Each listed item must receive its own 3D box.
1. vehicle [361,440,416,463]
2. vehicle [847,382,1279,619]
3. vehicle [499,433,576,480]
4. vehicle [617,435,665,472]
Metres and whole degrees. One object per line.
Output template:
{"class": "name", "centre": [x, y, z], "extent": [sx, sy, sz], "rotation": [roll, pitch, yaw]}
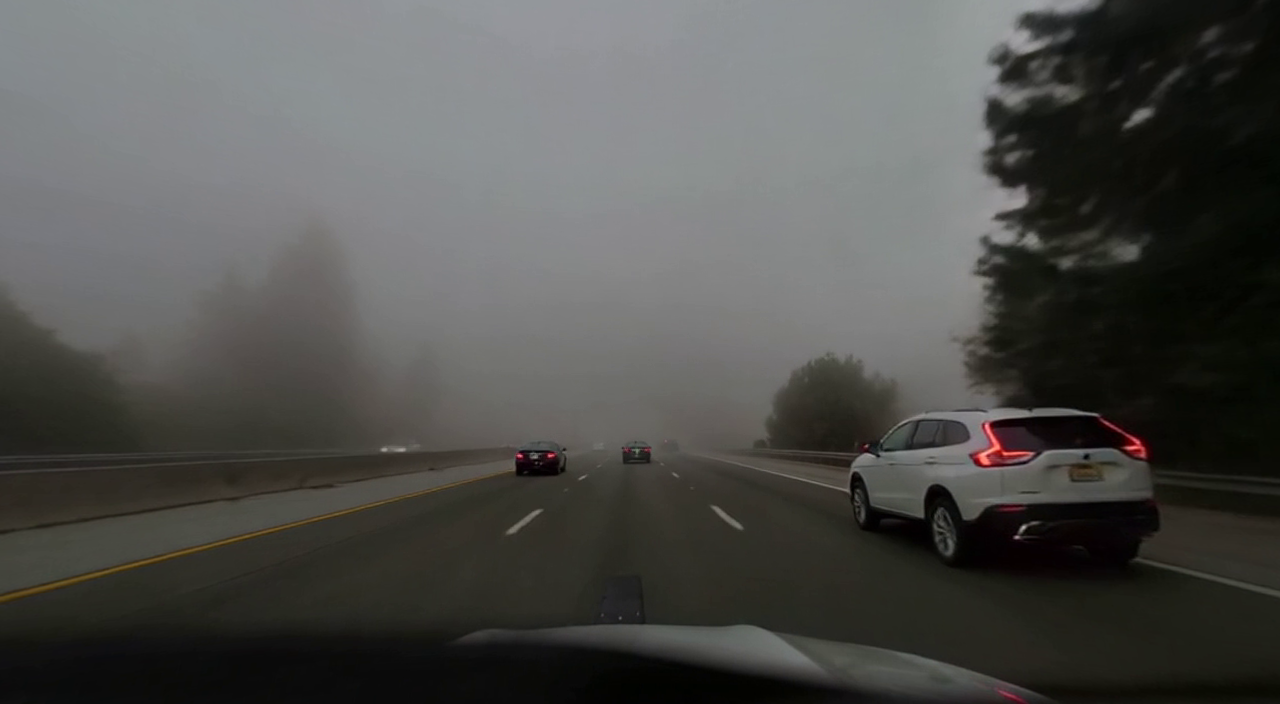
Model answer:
{"class": "vehicle", "centre": [-16.785, 6.667, 42.136], "extent": [1.959, 1.466, 4.156], "rotation": [0, -8, 0]}
{"class": "vehicle", "centre": [4.043, 1.380, 6.782], "extent": [2.025, 1.707, 4.279], "rotation": [0, -8, -2]}
{"class": "vehicle", "centre": [-3.691, 3.867, 23.467], "extent": [2.066, 1.561, 4.495], "rotation": [0, -8, 1]}
{"class": "vehicle", "centre": [0.033, 4.603, 28.650], "extent": [2.049, 1.542, 3.816], "rotation": [0, -8, 0]}
